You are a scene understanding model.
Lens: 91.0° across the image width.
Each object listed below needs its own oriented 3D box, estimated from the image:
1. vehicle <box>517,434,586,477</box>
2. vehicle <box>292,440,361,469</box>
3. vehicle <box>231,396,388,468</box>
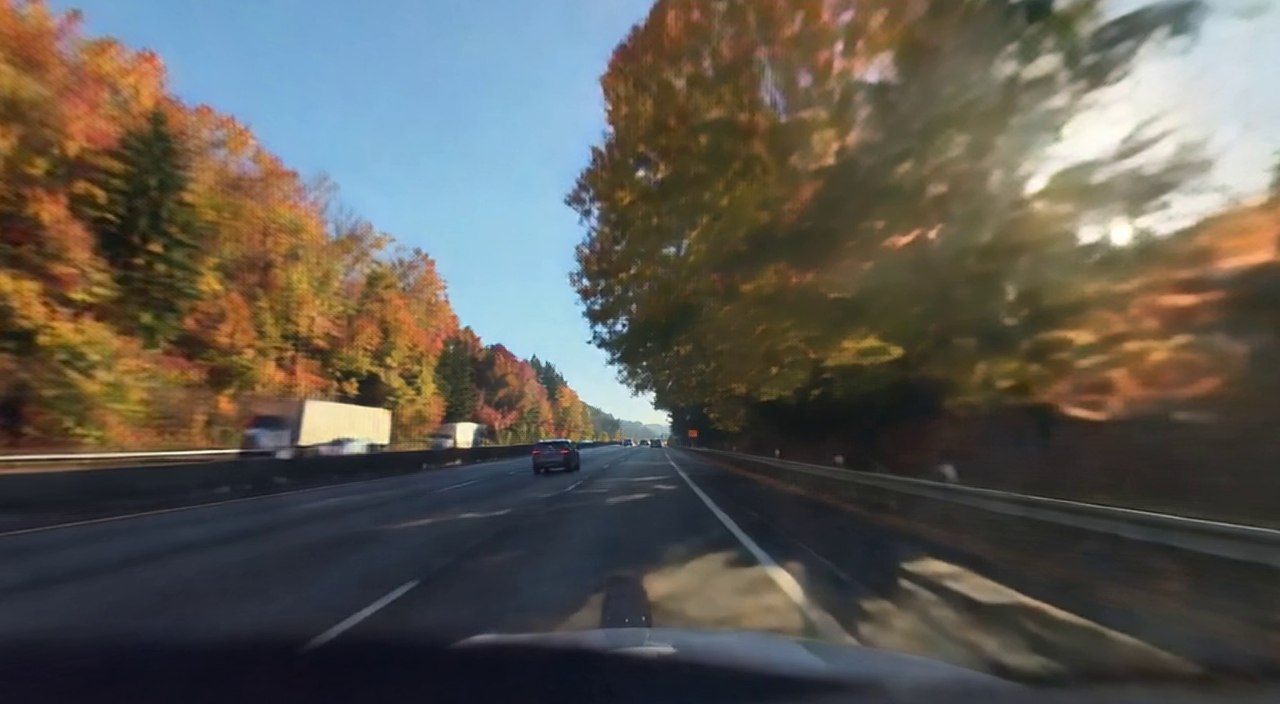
[{"bbox_3d":[-3.588,4.290,26.393,2.123,1.643,4.479,0,-8,2],"label":"vehicle"},{"bbox_3d":[-18.709,6.093,37.751,1.907,1.638,4.207,0,-8,2],"label":"vehicle"},{"bbox_3d":[-22.153,5.709,43.912,2.969,4.178,14.398,0,-8,1],"label":"vehicle"}]
